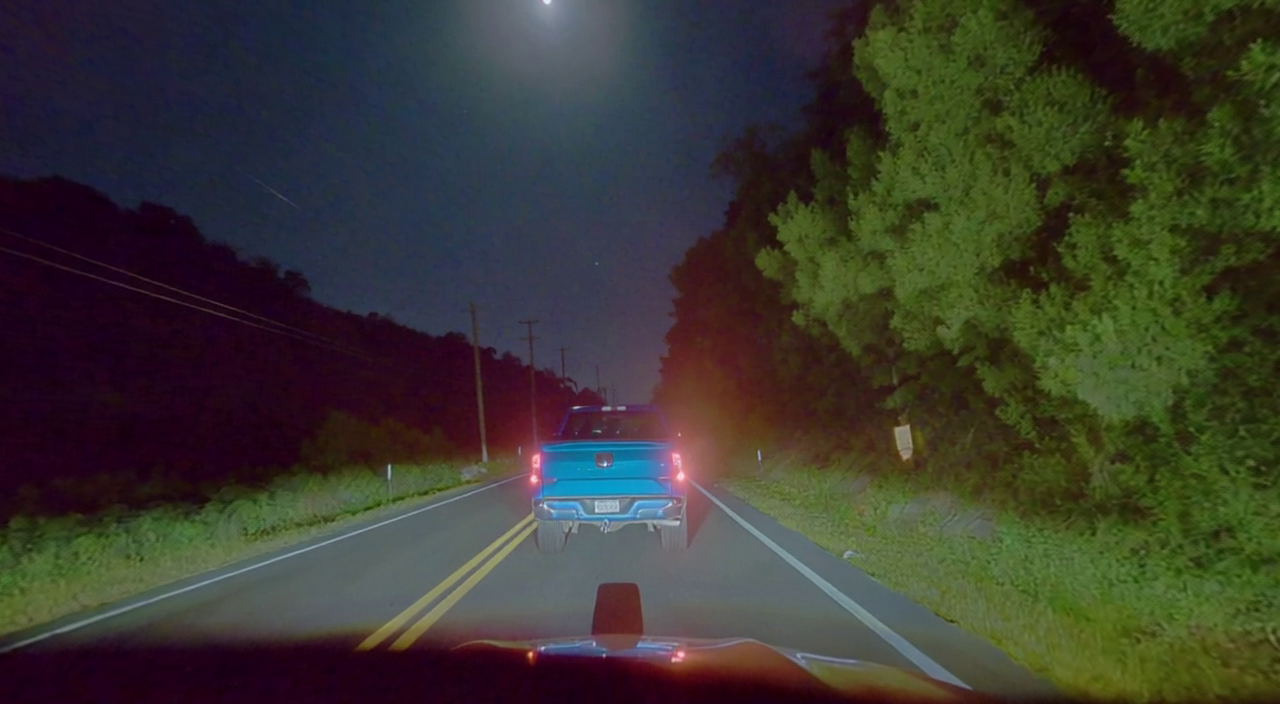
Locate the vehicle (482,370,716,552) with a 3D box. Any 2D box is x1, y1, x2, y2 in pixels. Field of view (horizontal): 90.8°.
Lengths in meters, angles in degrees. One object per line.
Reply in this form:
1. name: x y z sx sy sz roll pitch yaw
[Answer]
1. vehicle: -0.543 1.760 10.752 2.837 2.223 5.885 0 -8 -1
